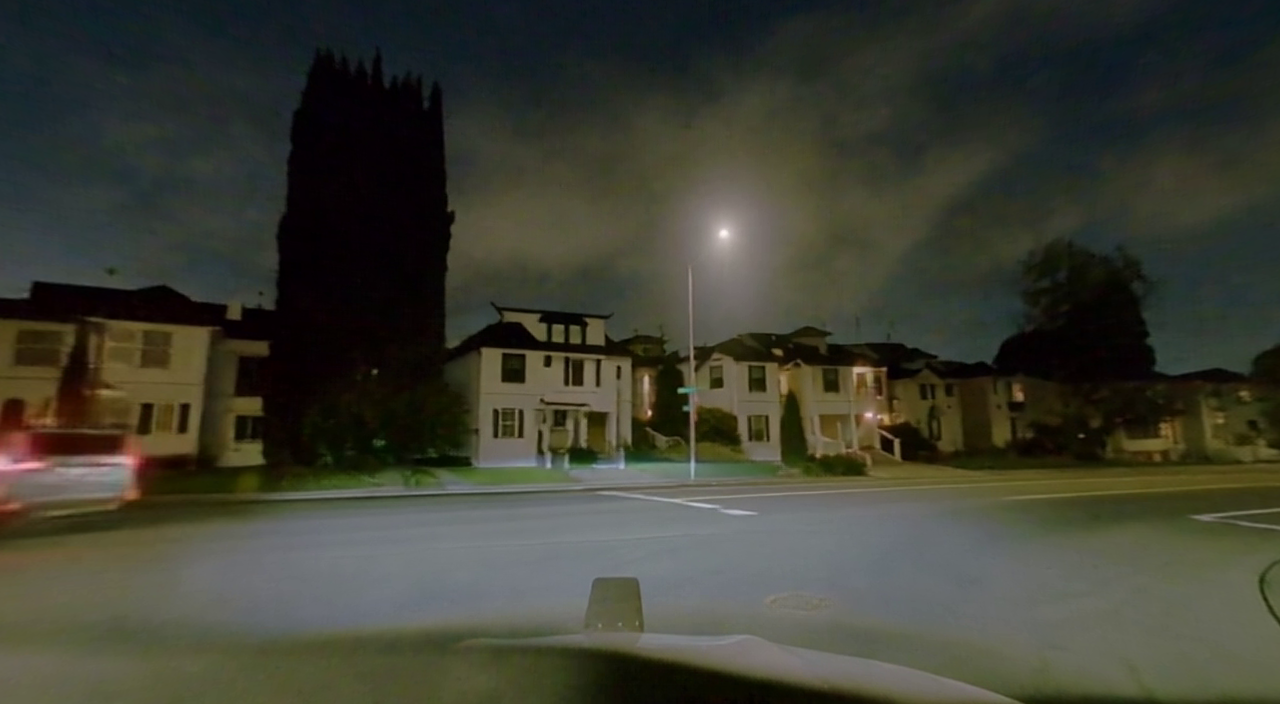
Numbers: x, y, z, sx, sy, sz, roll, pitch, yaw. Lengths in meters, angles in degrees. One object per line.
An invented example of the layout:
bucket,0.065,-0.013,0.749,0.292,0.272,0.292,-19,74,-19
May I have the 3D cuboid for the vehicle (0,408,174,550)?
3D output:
vehicle,-9.304,1.770,9.225,4.210,1.695,2.145,-4,-9,25
